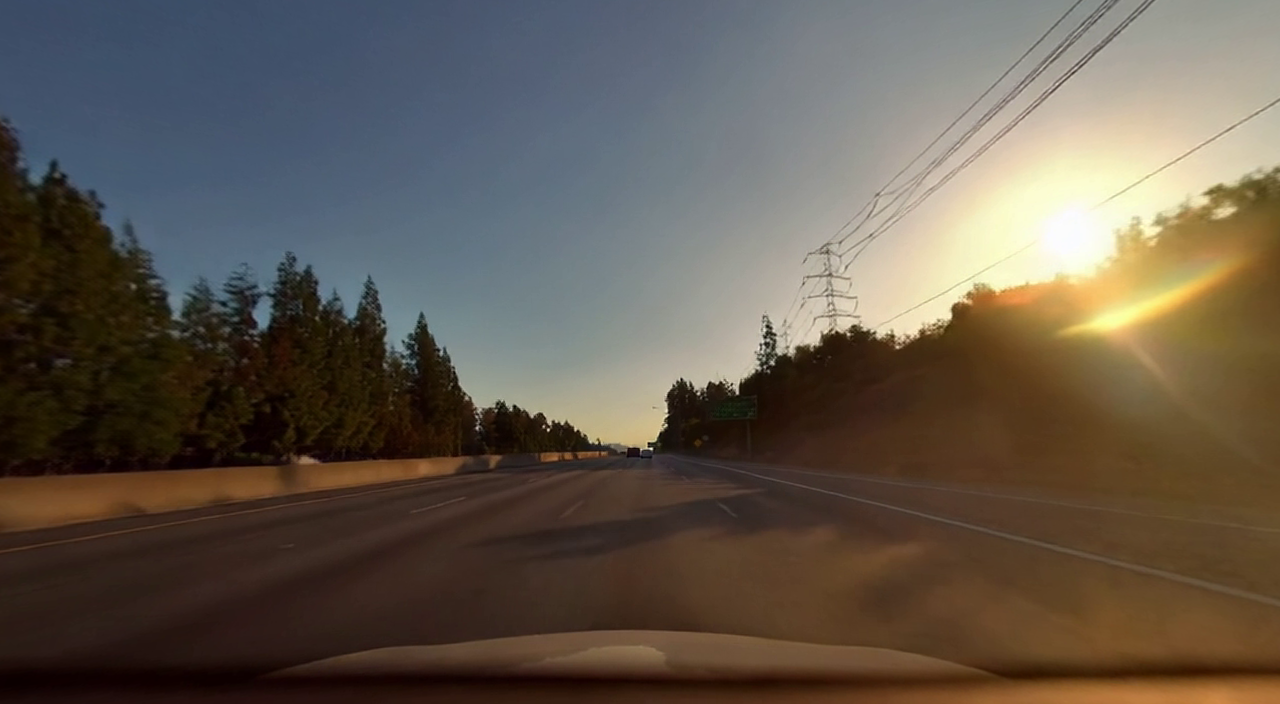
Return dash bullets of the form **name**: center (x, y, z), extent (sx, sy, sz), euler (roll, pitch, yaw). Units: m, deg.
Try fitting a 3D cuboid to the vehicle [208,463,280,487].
- **vehicle**: center (-28.417, 8.831, 45.502), extent (1.908, 1.537, 4.709), euler (-1, -8, 4)
